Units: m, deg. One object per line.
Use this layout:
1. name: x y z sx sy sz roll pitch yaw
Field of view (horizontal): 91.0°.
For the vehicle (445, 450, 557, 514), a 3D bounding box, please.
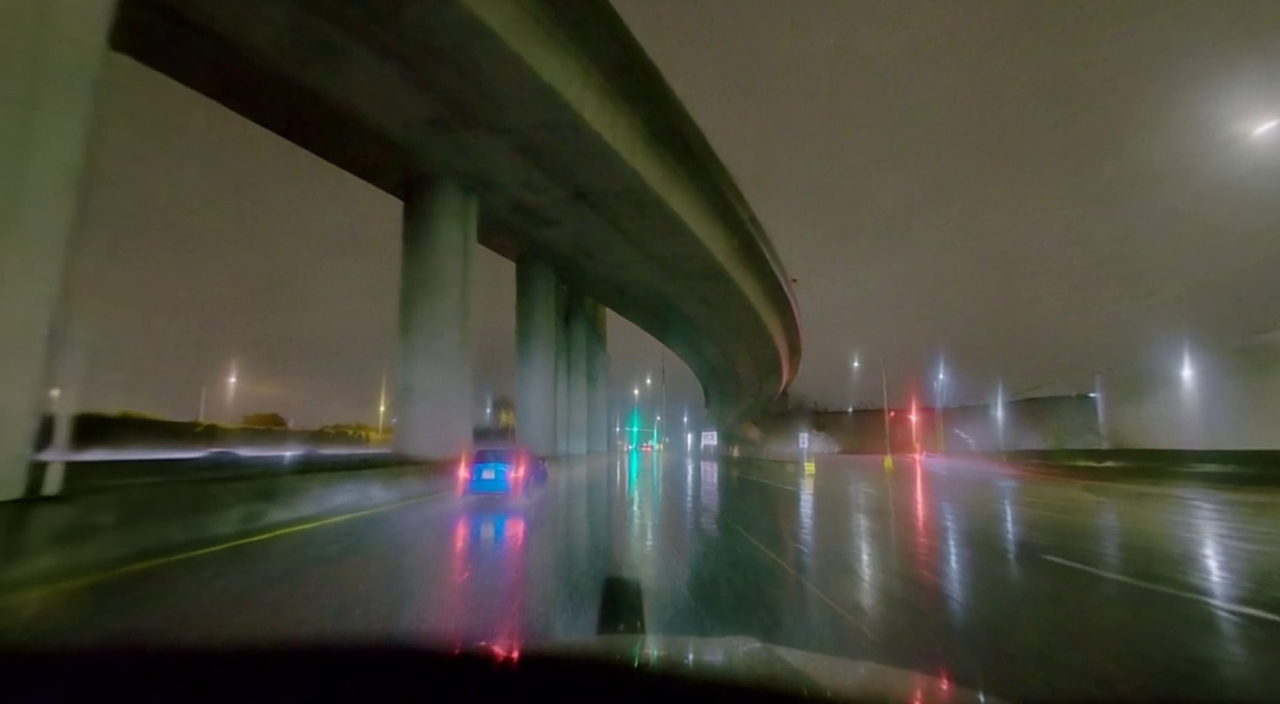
1. vehicle: -3.562 3.401 17.017 2.044 1.478 4.114 0 -9 1
